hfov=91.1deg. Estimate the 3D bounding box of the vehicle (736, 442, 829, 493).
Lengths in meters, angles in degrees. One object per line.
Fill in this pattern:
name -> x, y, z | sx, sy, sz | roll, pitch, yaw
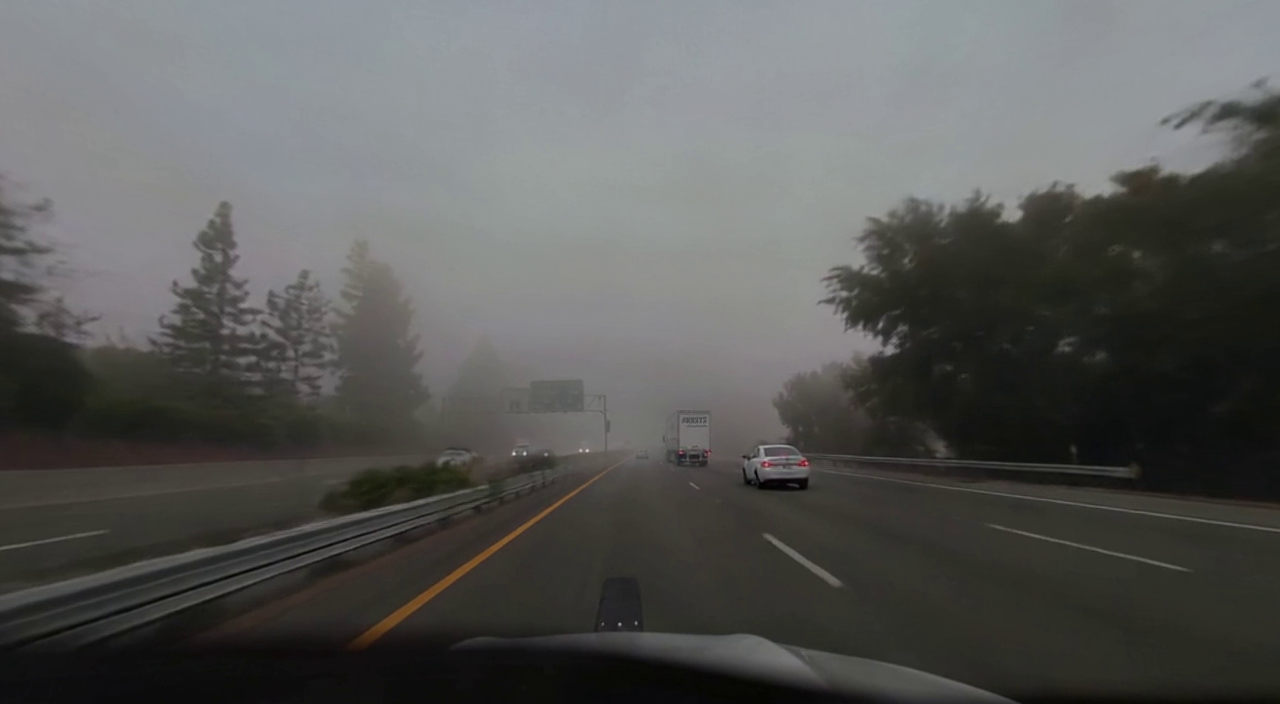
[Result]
vehicle -> 4.476, 3.701, 20.438 | 1.917, 1.471, 4.149 | 0, -9, -2
